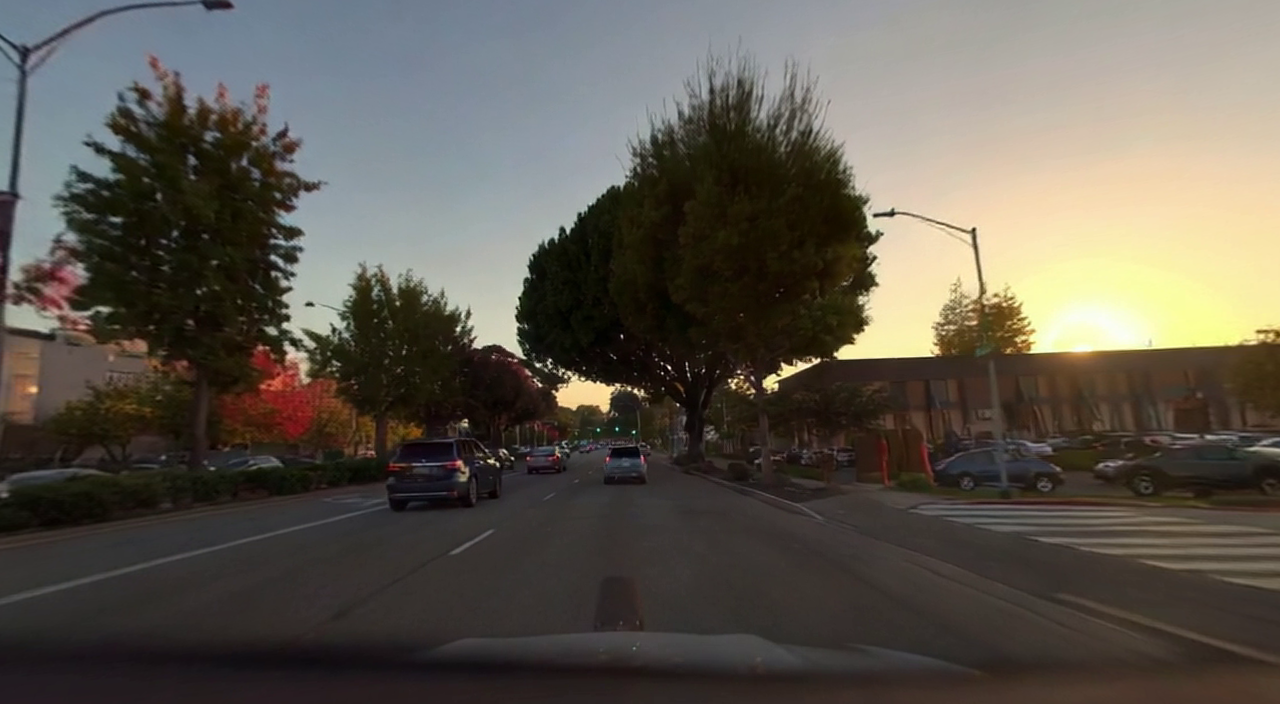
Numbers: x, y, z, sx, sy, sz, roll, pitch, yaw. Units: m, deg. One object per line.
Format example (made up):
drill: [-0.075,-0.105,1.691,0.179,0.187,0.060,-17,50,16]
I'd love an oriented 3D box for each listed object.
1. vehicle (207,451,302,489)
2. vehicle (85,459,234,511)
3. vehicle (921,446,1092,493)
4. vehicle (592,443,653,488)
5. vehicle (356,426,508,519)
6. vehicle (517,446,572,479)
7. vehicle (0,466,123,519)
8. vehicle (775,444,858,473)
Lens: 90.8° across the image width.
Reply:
vehicle: [-23.103,7.047,38.207,2.221,2.017,5.861,-1,-9,-2]
vehicle: [-16.717,4.594,22.328,1.908,1.514,4.403,-1,-9,-2]
vehicle: [13.363,4.291,23.329,4.877,1.603,2.197,-1,-9,4]
vehicle: [-0.633,4.114,23.242,2.061,1.469,3.954,0,-9,-2]
vehicle: [-4.575,2.713,14.754,2.096,1.807,4.413,0,-9,-1]
vehicle: [-4.658,5.435,31.392,1.973,1.456,4.850,0,-9,0]
vehicle: [-20.164,4.617,21.106,1.937,1.434,4.629,-1,-9,-1]
vehicle: [12.217,7.384,43.894,5.102,1.889,2.038,0,-8,-4]
